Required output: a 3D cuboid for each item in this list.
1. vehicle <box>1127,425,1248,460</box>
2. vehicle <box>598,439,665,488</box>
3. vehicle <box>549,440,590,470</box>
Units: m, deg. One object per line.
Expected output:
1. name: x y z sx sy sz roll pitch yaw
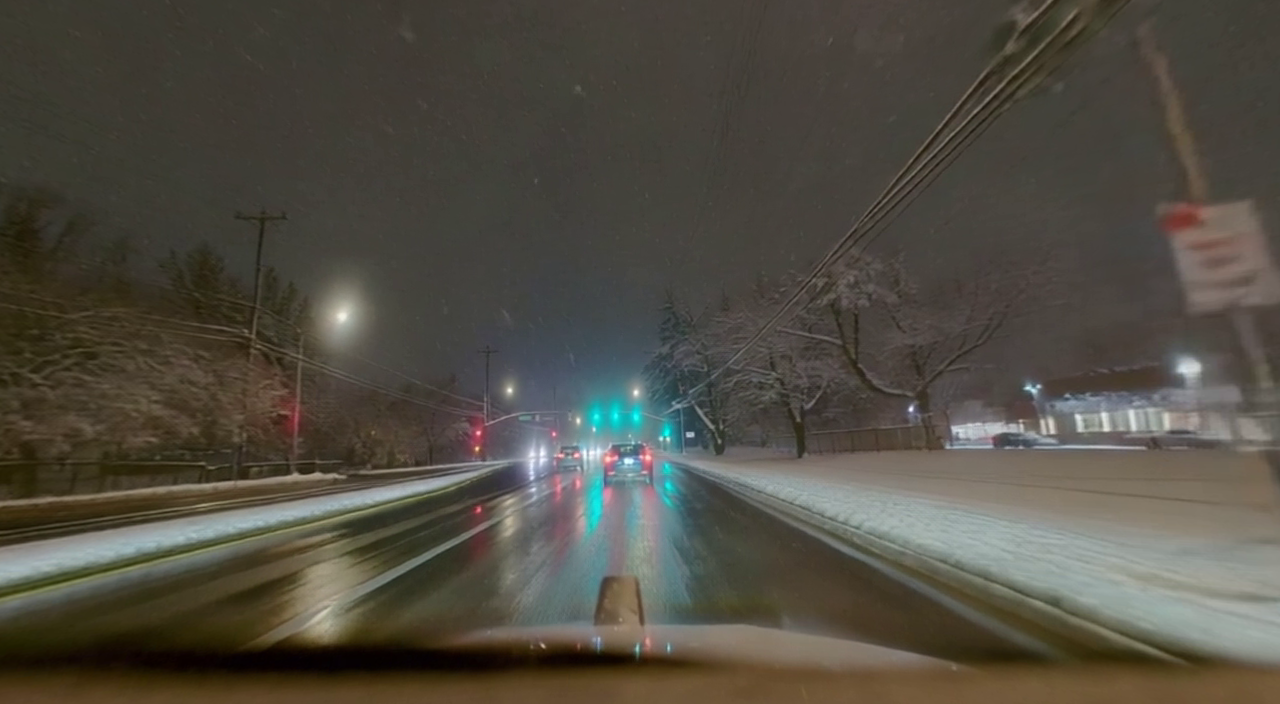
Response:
1. vehicle: 35.535 5.952 41.175 2.609 2.110 5.813 0 -9 -1
2. vehicle: -0.295 4.067 23.307 2.235 1.597 4.918 0 -9 0
3. vehicle: -4.444 6.583 40.457 2.189 1.776 4.342 0 -9 0
